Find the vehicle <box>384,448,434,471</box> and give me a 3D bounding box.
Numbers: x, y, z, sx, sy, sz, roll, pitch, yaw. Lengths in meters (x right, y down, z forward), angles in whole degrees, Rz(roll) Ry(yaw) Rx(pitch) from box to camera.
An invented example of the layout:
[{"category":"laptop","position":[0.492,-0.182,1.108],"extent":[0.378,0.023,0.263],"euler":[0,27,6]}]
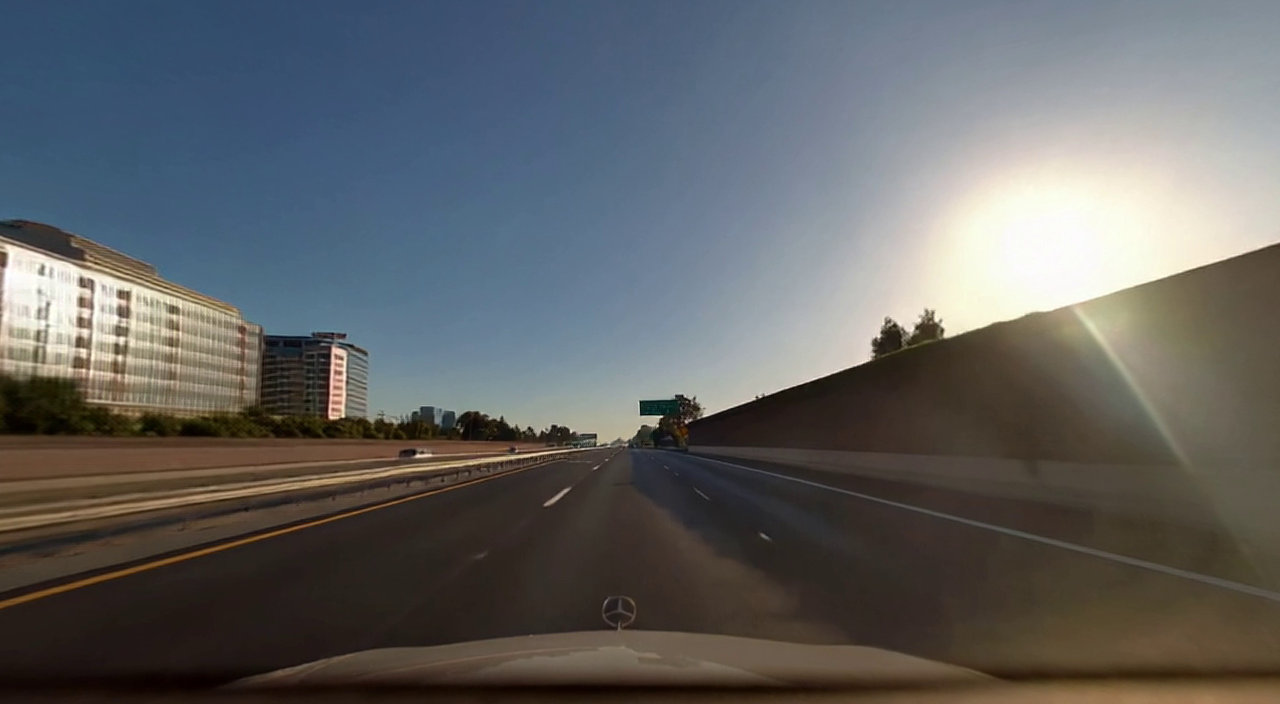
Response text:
[{"category":"vehicle","position":[-16.212,7.543,44.322],"extent":[1.883,1.510,4.040],"euler":[0,-8,1]}]
